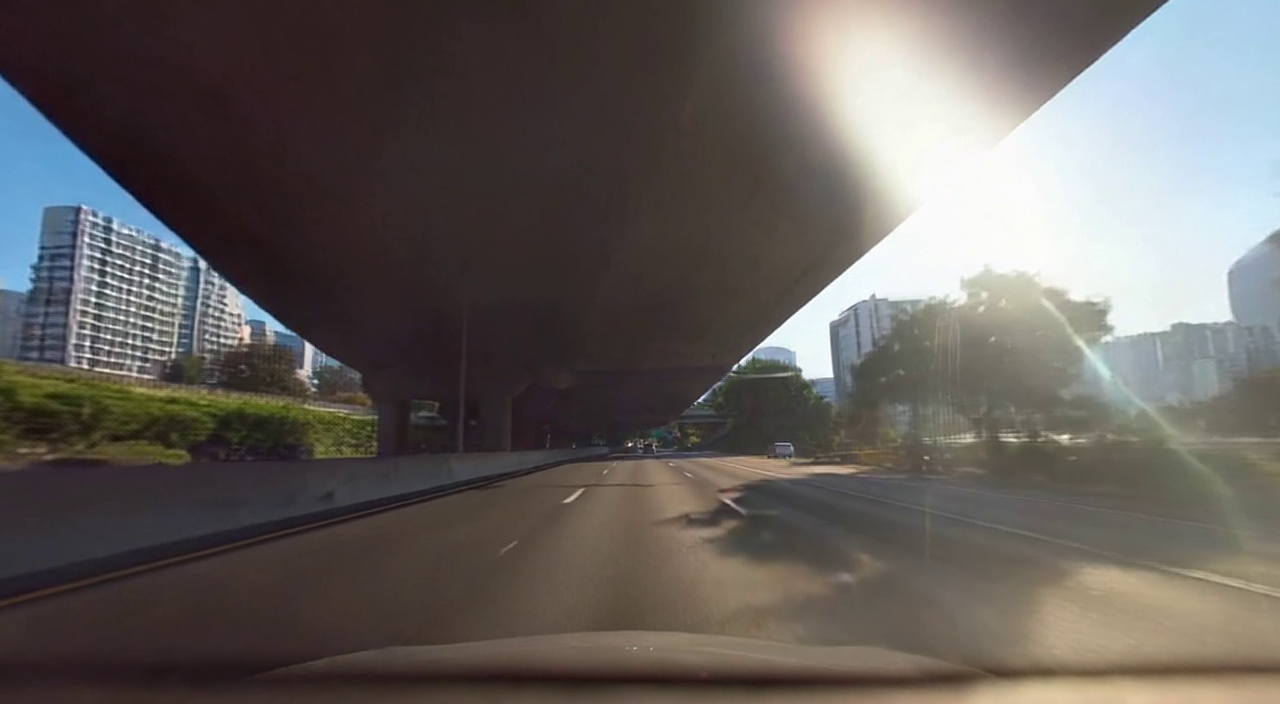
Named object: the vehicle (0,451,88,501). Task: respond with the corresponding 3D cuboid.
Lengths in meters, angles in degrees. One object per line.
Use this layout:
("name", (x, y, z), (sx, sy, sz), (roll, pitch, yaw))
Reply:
("vehicle", (-21.215, 4.101, 21.012), (1.986, 1.520, 4.053), (0, -9, -1))
